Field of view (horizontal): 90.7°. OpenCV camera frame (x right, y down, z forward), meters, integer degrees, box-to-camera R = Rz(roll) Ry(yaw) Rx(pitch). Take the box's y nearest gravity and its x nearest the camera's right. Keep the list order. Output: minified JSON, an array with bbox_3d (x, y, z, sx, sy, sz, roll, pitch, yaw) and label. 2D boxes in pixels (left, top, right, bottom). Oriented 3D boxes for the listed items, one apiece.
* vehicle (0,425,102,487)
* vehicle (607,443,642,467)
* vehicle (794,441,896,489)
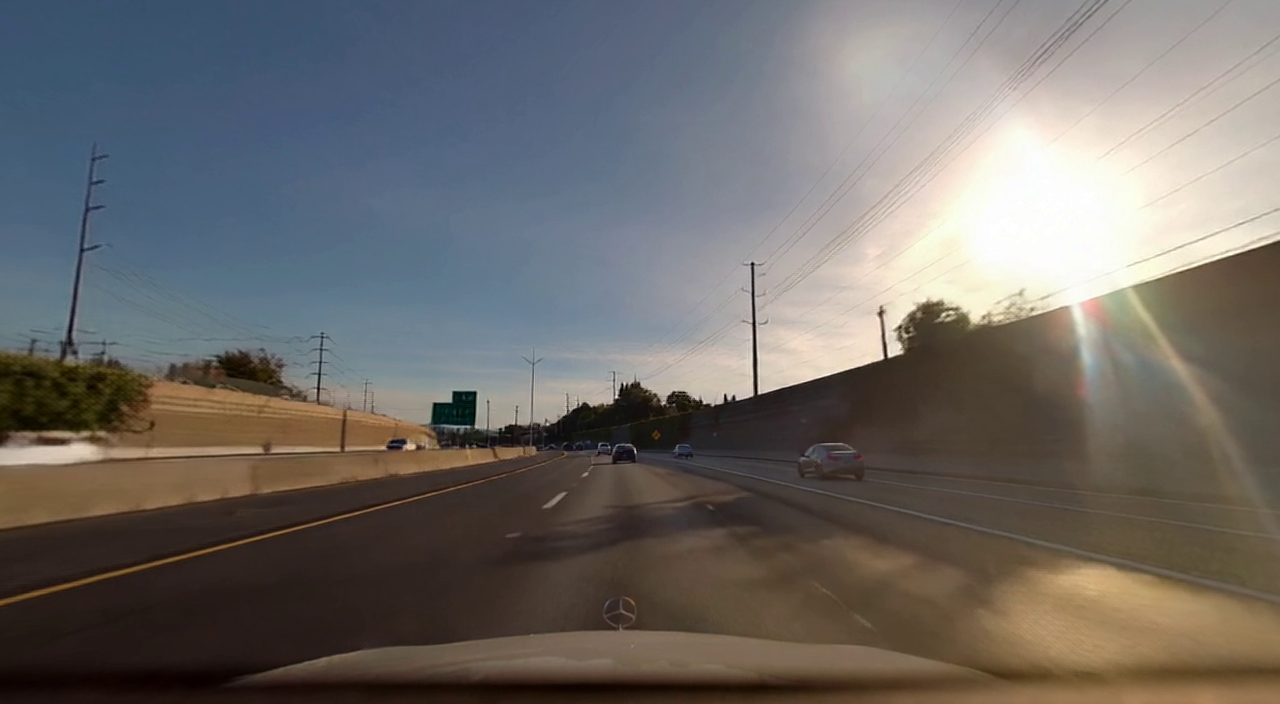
[{"bbox_3d":[-20.453,3.284,20.058,2.115,1.861,5.374,0,-9,-2],"label":"vehicle"},{"bbox_3d":[-1.059,6.787,41.706,2.109,1.489,4.027,1,-9,-4],"label":"vehicle"},{"bbox_3d":[6.767,3.770,21.438,1.876,1.451,4.154,0,-9,-3],"label":"vehicle"}]
